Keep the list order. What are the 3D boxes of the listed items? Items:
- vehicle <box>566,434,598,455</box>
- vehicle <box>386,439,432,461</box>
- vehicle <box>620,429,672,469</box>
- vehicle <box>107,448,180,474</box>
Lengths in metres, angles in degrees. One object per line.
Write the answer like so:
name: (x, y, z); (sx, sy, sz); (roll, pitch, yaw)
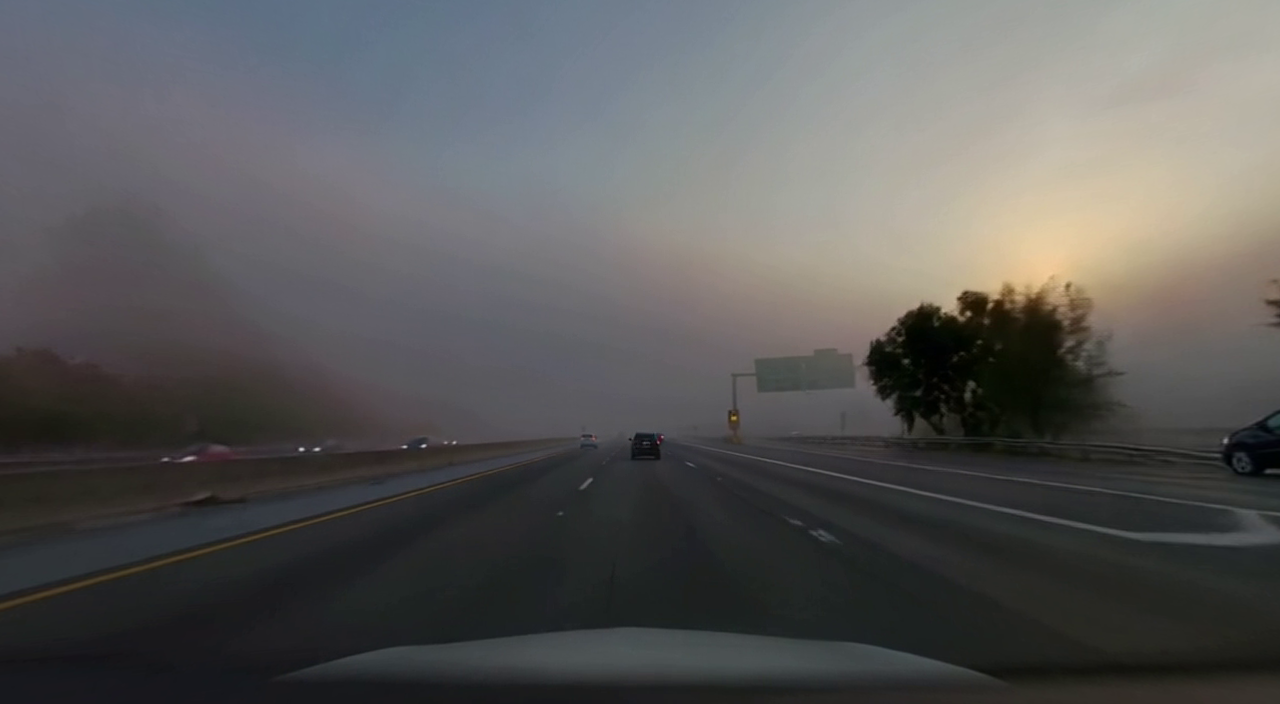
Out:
vehicle: (-4.247, 6.820, 46.563); (2.014, 1.471, 4.380); (0, -8, -1)
vehicle: (-16.193, 6.892, 44.313); (1.866, 1.467, 3.734); (0, -8, -1)
vehicle: (0.176, 4.150, 27.162); (2.086, 1.554, 3.875); (0, -8, -2)
vehicle: (-31.155, 6.826, 39.678); (1.639, 1.453, 3.644); (0, -8, -1)
